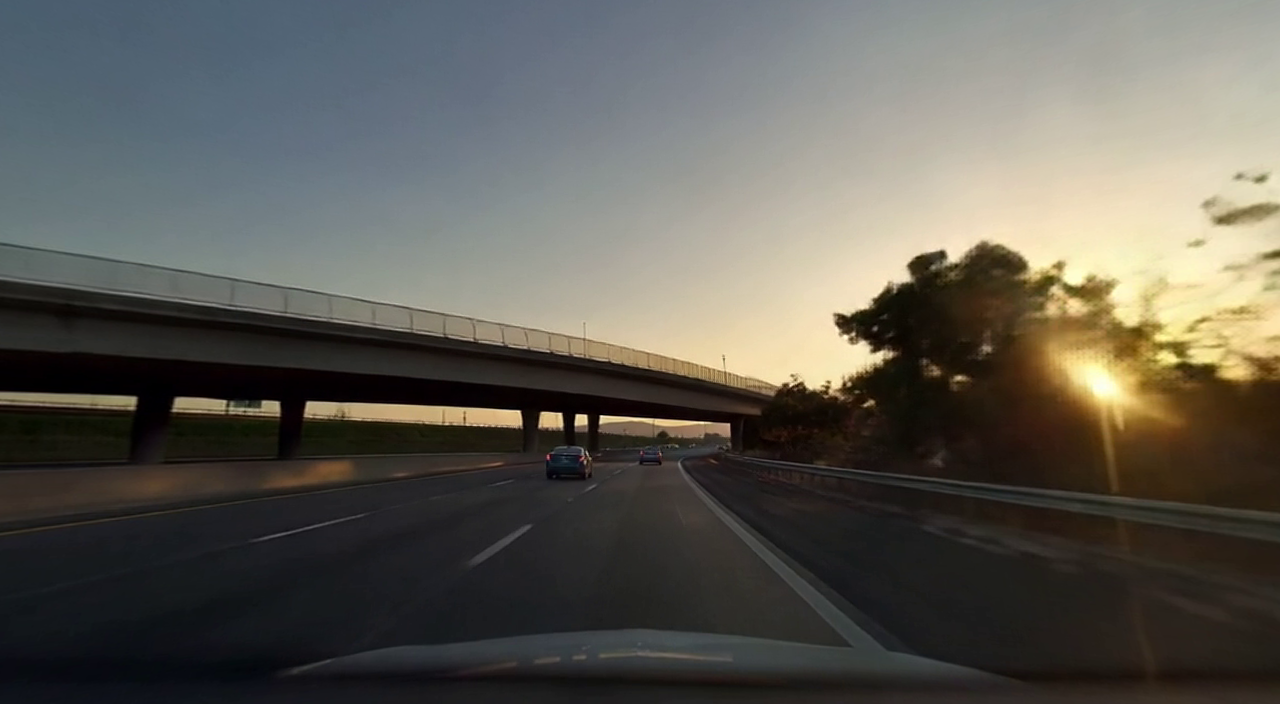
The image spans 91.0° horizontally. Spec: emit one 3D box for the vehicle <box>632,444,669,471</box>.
[{"bbox_3d":[0.646,6.390,38.191,2.129,1.502,4.321,0,-9,1],"label":"vehicle"}]

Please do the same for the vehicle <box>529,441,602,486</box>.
[{"bbox_3d":[-2.738,4.263,24.316,2.129,1.563,4.387,0,-9,2],"label":"vehicle"}]
